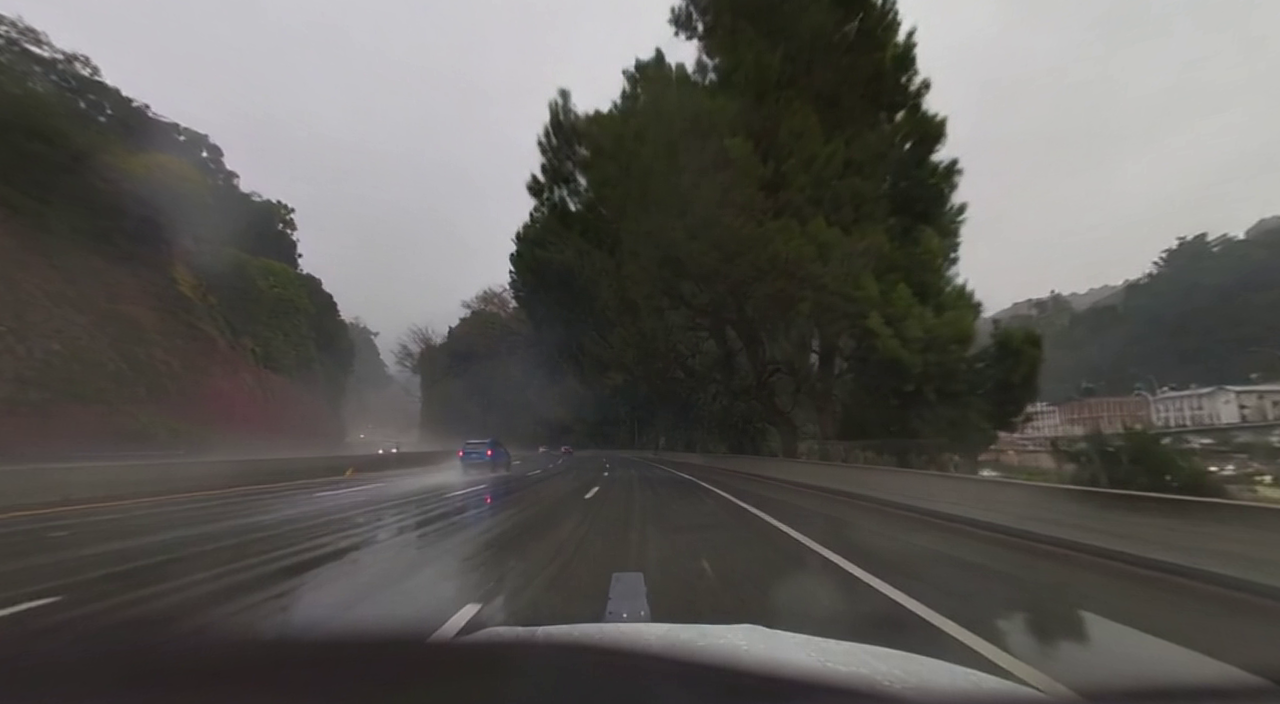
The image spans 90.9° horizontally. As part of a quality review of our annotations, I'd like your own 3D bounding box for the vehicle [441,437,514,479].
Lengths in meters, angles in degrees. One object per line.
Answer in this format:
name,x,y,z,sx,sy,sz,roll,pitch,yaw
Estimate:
vehicle,-7.112,4.679,28.109,2.046,1.712,4.533,0,-8,0
